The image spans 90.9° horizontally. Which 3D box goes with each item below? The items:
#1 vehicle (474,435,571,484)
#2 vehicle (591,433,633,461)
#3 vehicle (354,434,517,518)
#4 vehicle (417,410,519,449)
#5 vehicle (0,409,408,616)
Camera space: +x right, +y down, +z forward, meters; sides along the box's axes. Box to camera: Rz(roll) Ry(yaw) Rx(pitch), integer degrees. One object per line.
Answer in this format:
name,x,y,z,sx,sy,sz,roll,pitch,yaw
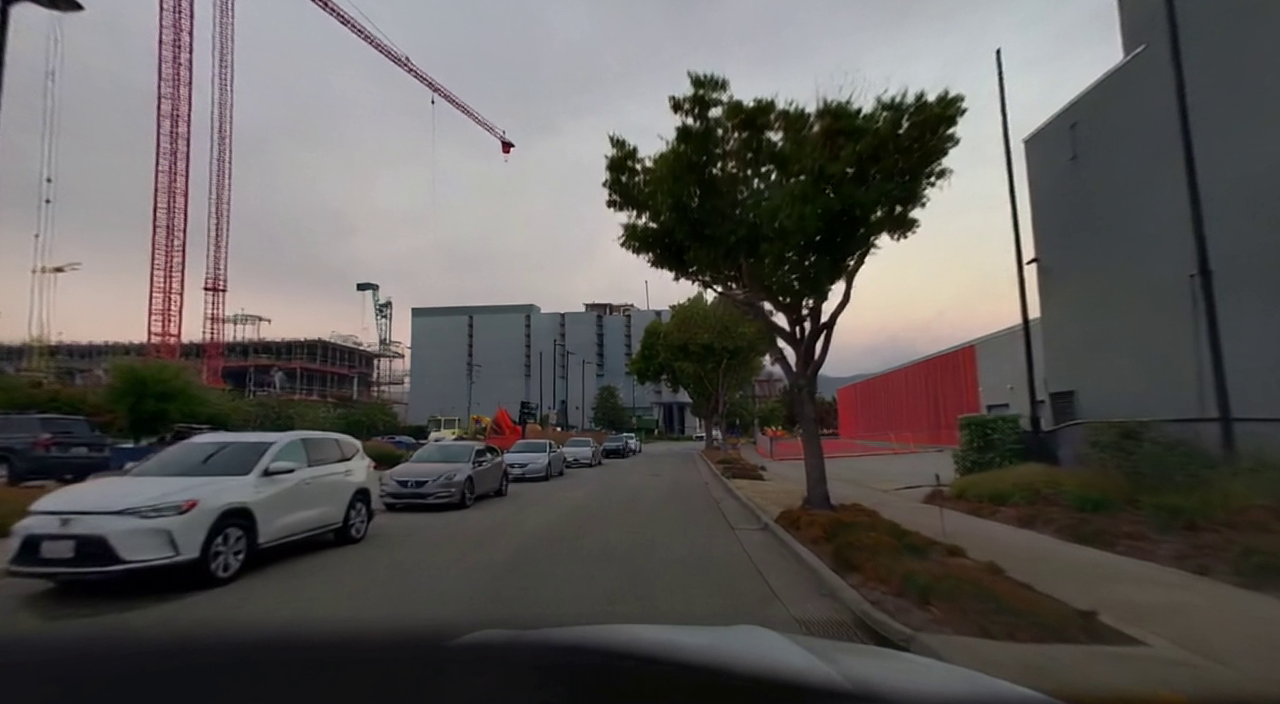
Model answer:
vehicle,-3.649,3.419,20.514,1.996,1.411,4.370,-1,-8,5
vehicle,-1.654,5.824,38.937,1.980,1.635,4.153,-1,-8,6
vehicle,-4.012,2.455,13.116,1.806,1.451,3.878,-1,-8,5
vehicle,-11.269,5.103,41.484,6.039,2.449,2.273,-2,-8,10
vehicle,-4.511,1.546,7.122,1.913,1.620,3.982,-1,-8,6
